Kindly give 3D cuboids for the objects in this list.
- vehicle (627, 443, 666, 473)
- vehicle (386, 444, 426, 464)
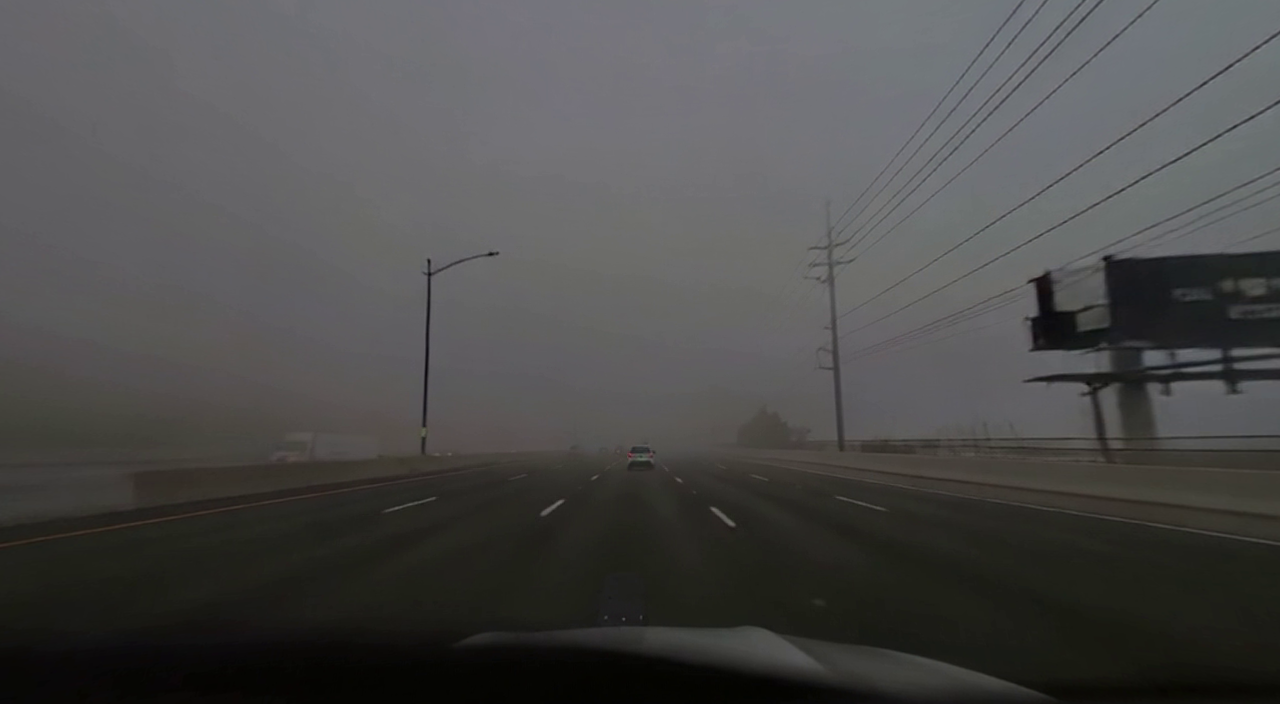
[{"bbox_3d":[0.320,5.510,32.887,1.891,1.444,3.968,0,-8,0],"label":"vehicle"},{"bbox_3d":[-16.360,7.129,44.211,1.440,1.339,3.287,-1,-9,2],"label":"vehicle"}]
